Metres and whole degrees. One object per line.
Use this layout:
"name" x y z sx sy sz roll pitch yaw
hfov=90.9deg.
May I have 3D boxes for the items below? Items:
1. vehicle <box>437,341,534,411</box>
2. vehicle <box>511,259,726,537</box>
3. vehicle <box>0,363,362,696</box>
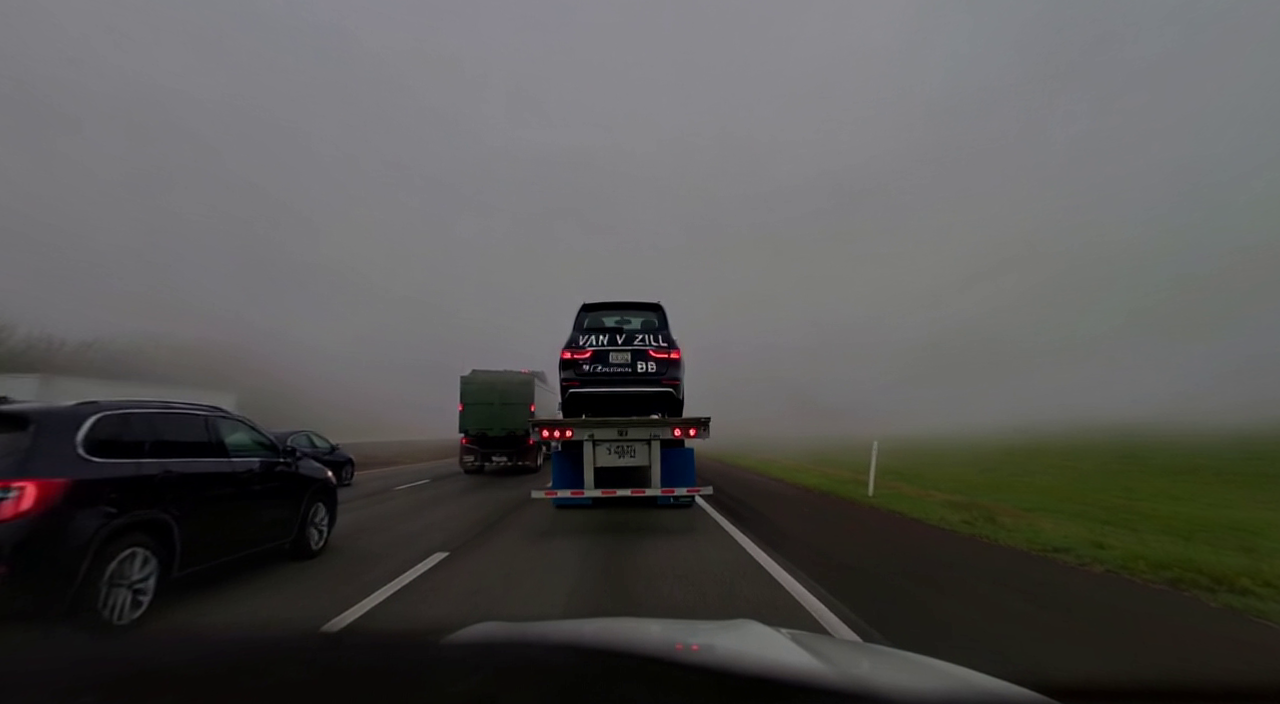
"vehicle" -4.732 0.876 20.061 2.118 1.799 4.591 0 -7 -3
"vehicle" -0.428 1.150 12.863 2.738 3.628 9.223 0 -7 -2
"vehicle" -4.237 1.168 5.289 1.914 1.675 4.331 0 -7 -2
